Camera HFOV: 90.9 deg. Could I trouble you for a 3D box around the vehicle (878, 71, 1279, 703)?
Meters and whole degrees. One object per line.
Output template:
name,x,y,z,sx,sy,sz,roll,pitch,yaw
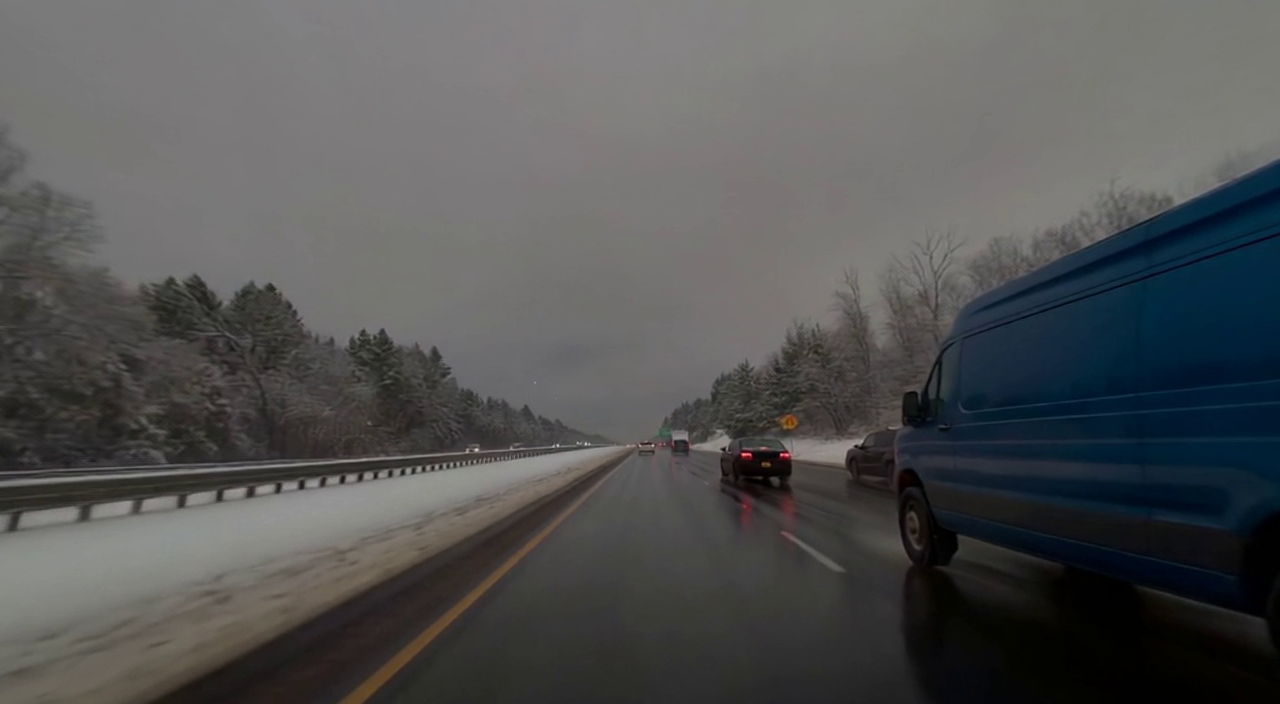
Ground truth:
vehicle,3.631,0.436,3.552,2.302,2.670,5.912,0,-8,1

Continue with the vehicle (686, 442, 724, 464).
vehicle,4.389,6.880,43.216,2.050,1.448,4.123,0,-8,-1

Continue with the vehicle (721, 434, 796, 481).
vehicle,4.499,4.051,24.597,2.034,1.651,4.342,0,-8,0
